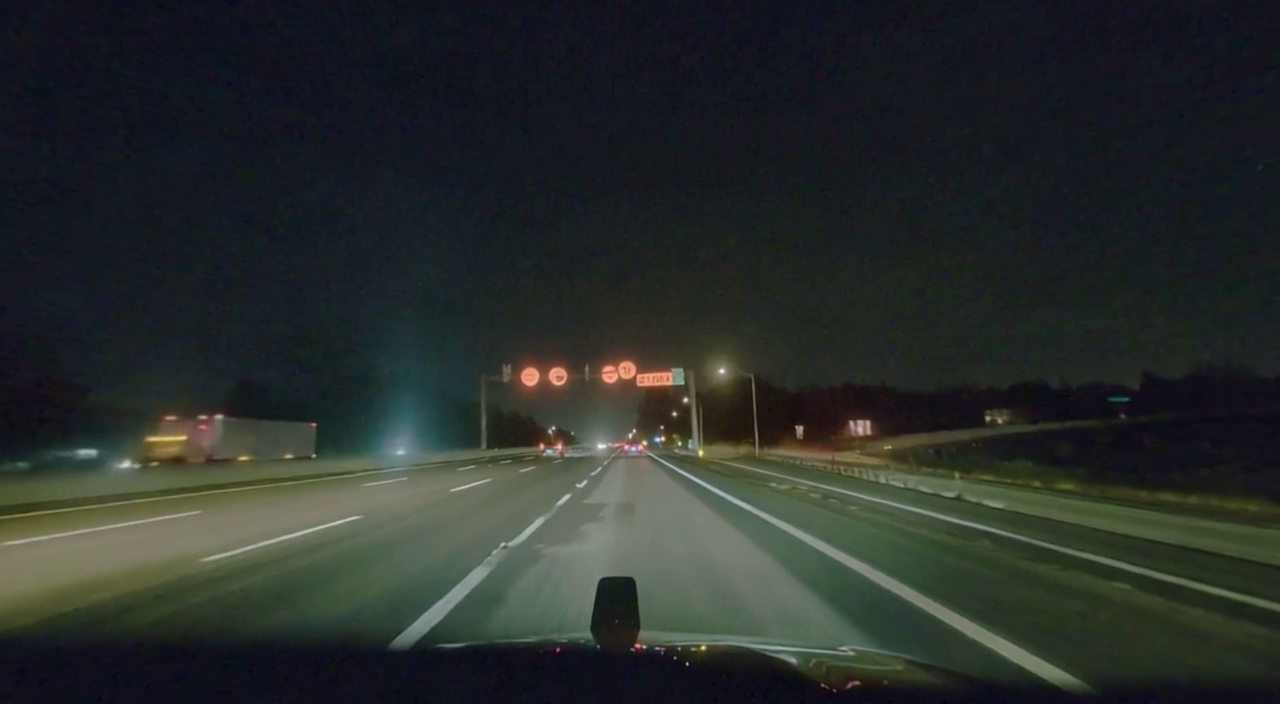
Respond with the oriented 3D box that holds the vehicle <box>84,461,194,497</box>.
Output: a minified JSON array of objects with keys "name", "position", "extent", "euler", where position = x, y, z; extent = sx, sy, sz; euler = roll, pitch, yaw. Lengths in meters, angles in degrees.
[{"name":"vehicle","position":[-23.394,5.919,29.623],"extent":[1.823,1.417,4.137],"euler":[-1,-8,-1]}]

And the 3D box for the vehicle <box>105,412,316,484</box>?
[{"name":"vehicle","position":[-28.031,6.503,43.256],"extent":[2.884,3.901,17.249],"euler":[0,-8,-1]}]
